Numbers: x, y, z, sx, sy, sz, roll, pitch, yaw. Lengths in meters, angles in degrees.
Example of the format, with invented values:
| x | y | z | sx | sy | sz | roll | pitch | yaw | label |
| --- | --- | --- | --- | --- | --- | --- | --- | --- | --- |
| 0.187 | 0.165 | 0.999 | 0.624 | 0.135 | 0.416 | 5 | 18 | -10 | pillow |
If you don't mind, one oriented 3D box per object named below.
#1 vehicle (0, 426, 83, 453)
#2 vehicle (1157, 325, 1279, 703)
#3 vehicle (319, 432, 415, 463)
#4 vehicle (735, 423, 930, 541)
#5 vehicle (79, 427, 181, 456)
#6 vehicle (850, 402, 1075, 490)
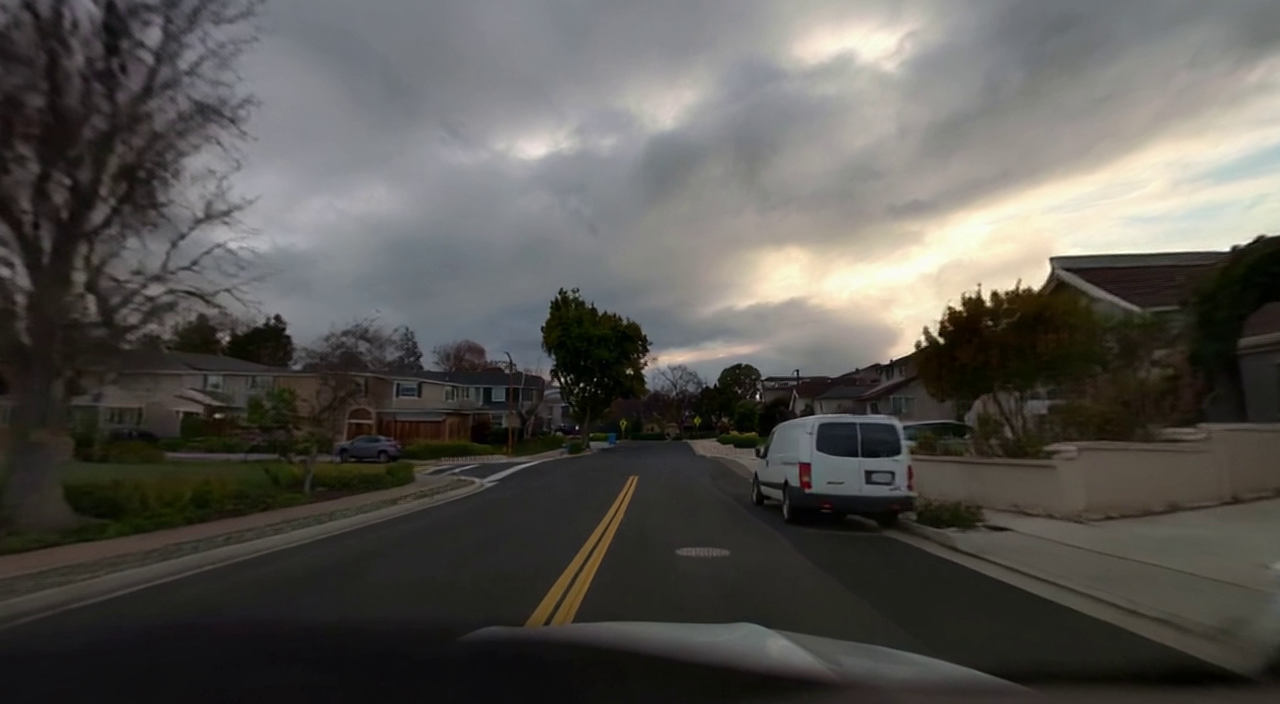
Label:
| x | y | z | sx | sy | sz | roll | pitch | yaw | label |
| --- | --- | --- | --- | --- | --- | --- | --- | --- | --- |
| -37.427 | 5.362 | 38.628 | 4.969 | 1.501 | 1.905 | 0 | -10 | 3 | vehicle |
| 3.022 | 0.493 | 0.373 | 1.822 | 1.668 | 4.147 | 0 | -9 | -1 | vehicle |
| -16.382 | 5.769 | 38.073 | 4.722 | 1.730 | 2.109 | 0 | -11 | 4 | vehicle |
| 3.202 | 2.307 | 11.944 | 2.074 | 1.646 | 5.457 | 1 | -9 | 1 | vehicle |
| -30.959 | 5.466 | 38.424 | 4.562 | 1.613 | 1.979 | 0 | -10 | 4 | vehicle |
| 8.897 | 2.661 | 17.866 | 4.912 | 1.866 | 2.359 | -5 | -9 | -1 | vehicle |
